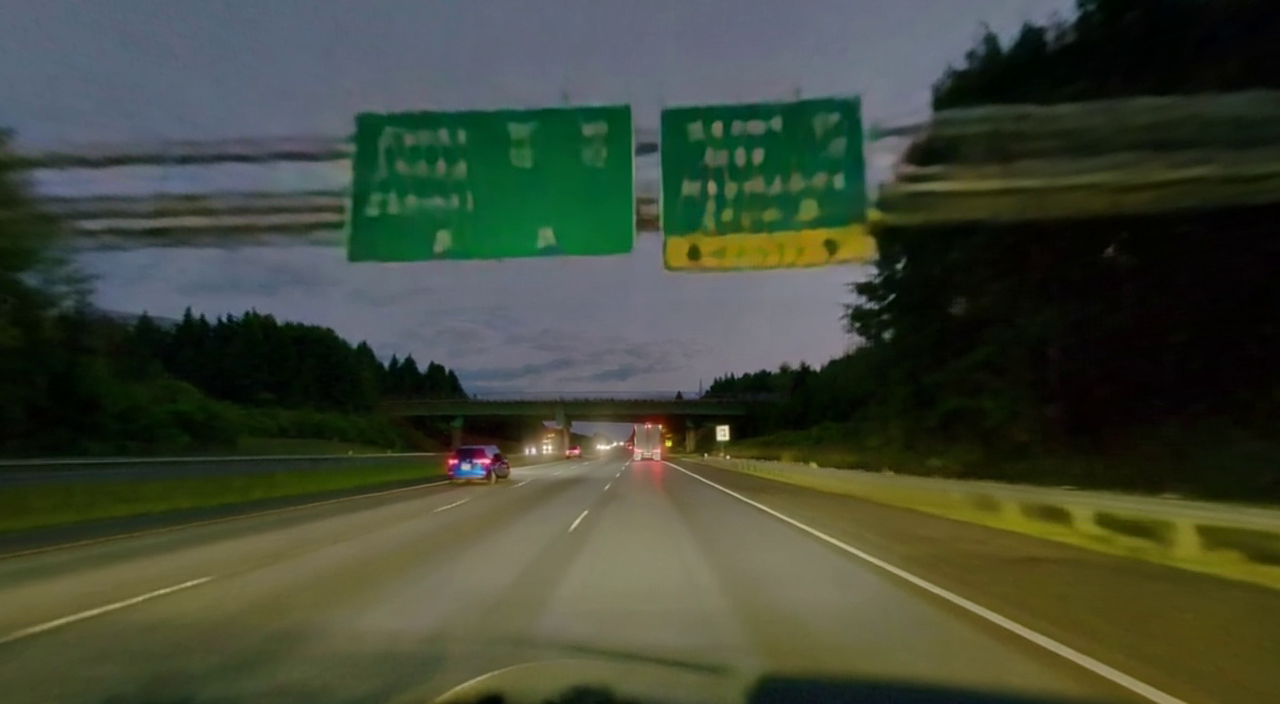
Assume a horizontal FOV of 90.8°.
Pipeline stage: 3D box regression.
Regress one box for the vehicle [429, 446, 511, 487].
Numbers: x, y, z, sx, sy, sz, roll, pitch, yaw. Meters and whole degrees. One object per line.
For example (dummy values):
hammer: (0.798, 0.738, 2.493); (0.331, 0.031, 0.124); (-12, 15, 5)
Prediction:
vehicle: (-6.710, 4.559, 25.475); (2.038, 1.489, 4.603); (0, -9, 0)
